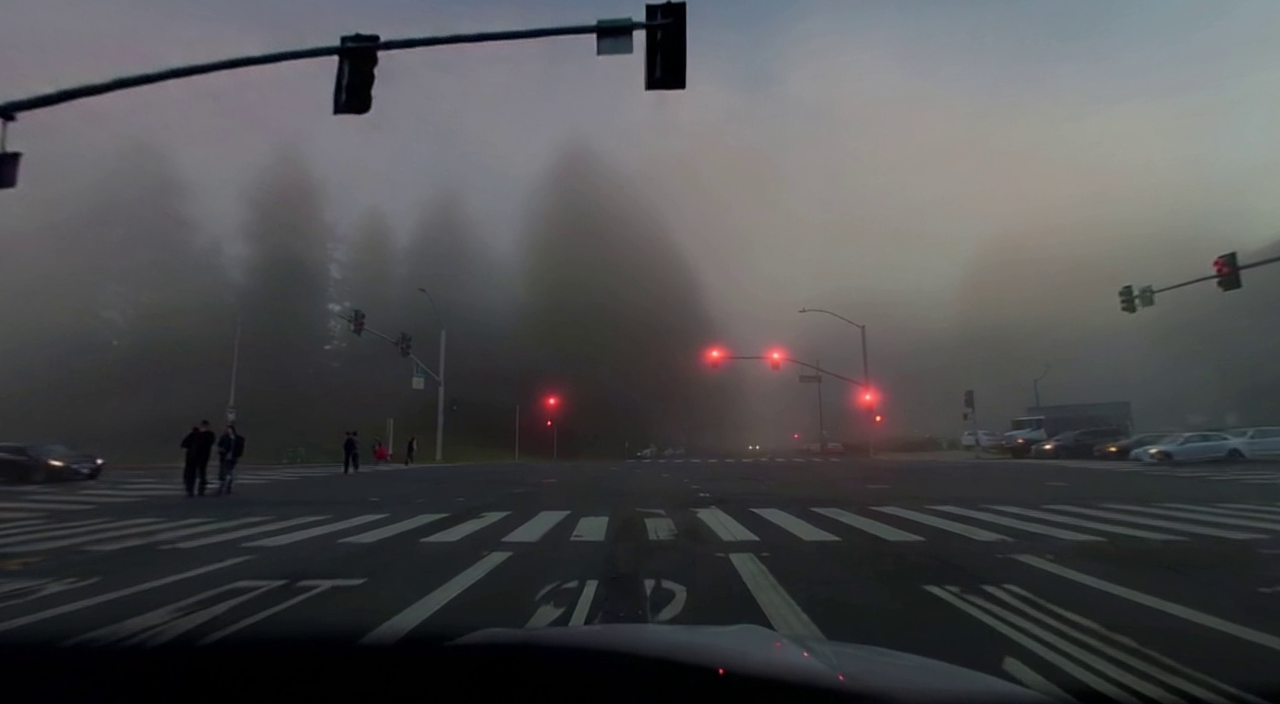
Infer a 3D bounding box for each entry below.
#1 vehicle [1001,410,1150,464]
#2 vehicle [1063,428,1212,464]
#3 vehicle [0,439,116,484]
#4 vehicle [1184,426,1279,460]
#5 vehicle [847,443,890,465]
[{"bbox_3d":[23.120,4.555,33.818,5.855,2.746,2.523,-1,-9,4],"label":"vehicle"},{"bbox_3d":[21.479,4.102,27.460,4.740,1.464,1.876,-1,-9,3],"label":"vehicle"},{"bbox_3d":[-21.559,3.886,22.461,4.265,1.493,1.871,-1,-9,4],"label":"vehicle"},{"bbox_3d":[31.673,4.722,32.762,4.896,1.729,1.952,-1,-9,5],"label":"vehicle"},{"bbox_3d":[17.774,7.925,49.254,1.789,1.557,4.293,0,-9,1],"label":"vehicle"}]
